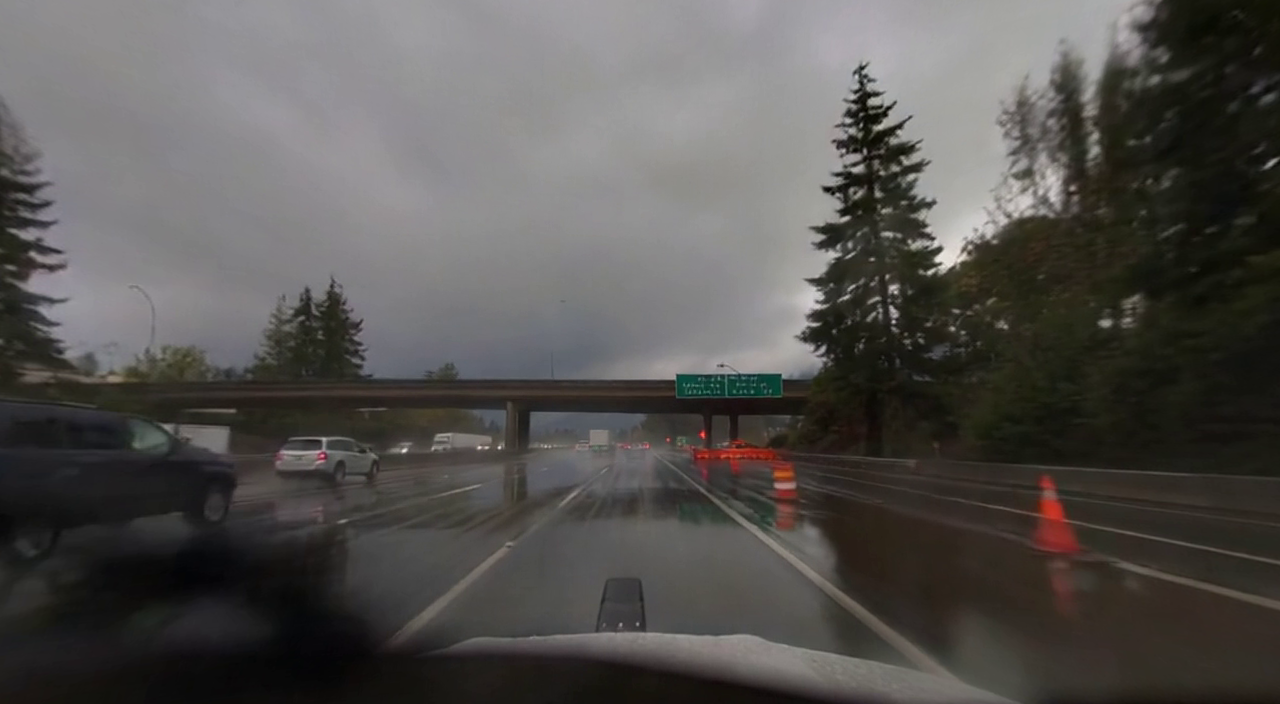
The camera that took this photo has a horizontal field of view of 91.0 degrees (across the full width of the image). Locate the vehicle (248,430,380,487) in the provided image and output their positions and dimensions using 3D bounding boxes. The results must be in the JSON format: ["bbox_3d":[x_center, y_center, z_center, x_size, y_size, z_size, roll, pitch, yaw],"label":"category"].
[{"bbox_3d":[-10.500,3.455,20.709,1.964,1.662,4.367,0,-8,0],"label":"vehicle"}]

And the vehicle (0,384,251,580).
[{"bbox_3d":[-6.890,1.348,6.853,2.103,1.775,4.966,0,-9,0],"label":"vehicle"}]
